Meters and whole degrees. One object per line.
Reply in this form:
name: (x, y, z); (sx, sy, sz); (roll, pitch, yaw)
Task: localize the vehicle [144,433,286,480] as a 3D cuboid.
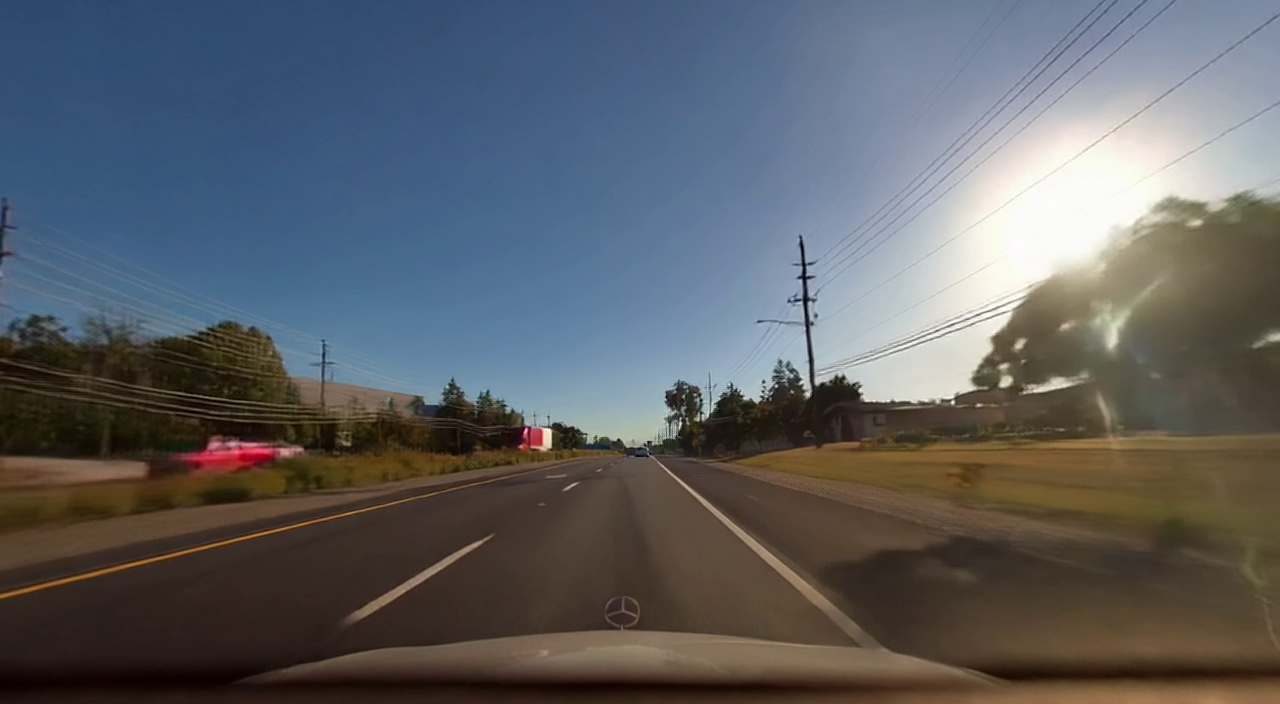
vehicle: (-21.346, 5.281, 32.190); (2.613, 2.110, 6.543); (0, -9, 1)
